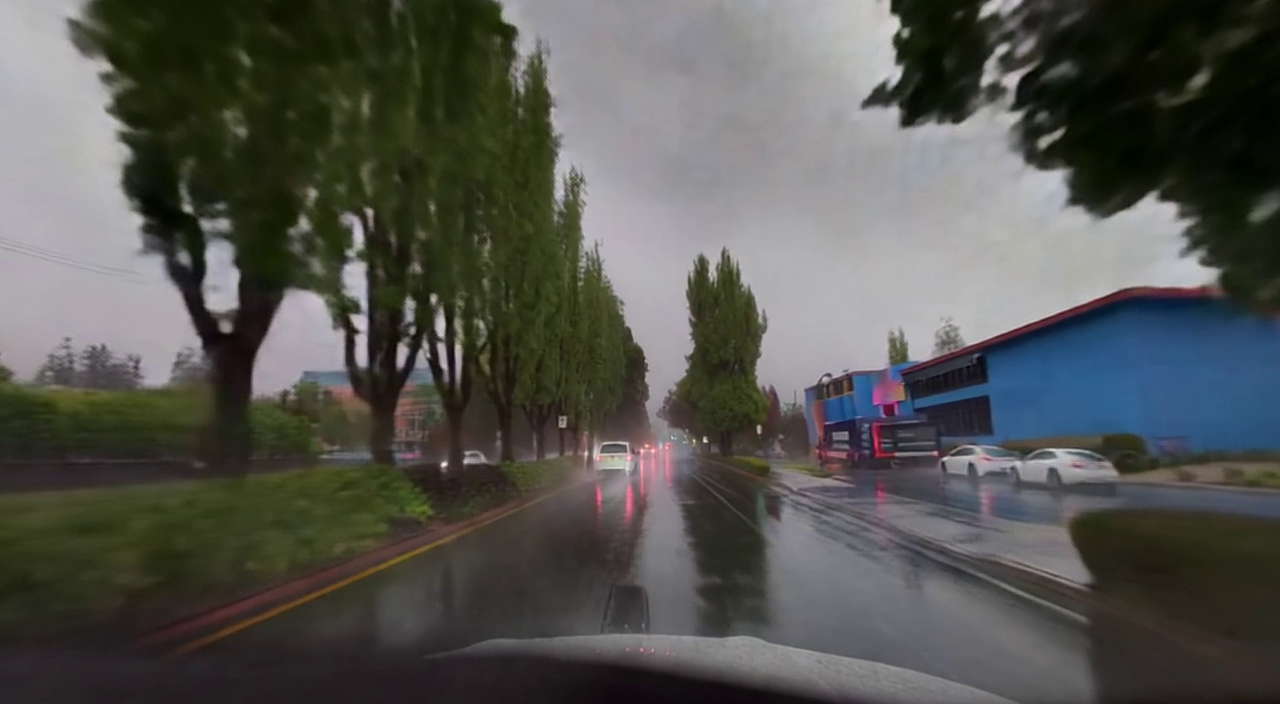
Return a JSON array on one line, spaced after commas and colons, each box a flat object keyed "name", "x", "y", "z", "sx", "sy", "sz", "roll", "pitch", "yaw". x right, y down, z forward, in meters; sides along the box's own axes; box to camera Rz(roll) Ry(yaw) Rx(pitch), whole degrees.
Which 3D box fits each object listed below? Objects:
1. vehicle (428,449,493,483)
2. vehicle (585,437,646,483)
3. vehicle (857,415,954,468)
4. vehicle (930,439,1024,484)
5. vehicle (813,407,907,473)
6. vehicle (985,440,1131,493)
[{"name": "vehicle", "x": -10.015, "y": 6.371, "z": 35.610, "sx": 1.997, "sy": 1.775, "sz": 4.585, "roll": -1, "pitch": -8, "yaw": 4}, {"name": "vehicle", "x": -0.892, "y": 4.387, "z": 25.884, "sx": 2.129, "sy": 1.713, "sz": 4.314, "roll": 0, "pitch": -8, "yaw": 3}, {"name": "vehicle", "x": 13.565, "y": 4.661, "z": 32.892, "sx": 2.507, "sy": 2.441, "sz": 6.959, "roll": -1, "pitch": -8, "yaw": 5}, {"name": "vehicle", "x": 13.482, "y": 4.364, "z": 25.485, "sx": 1.686, "sy": 1.467, "sz": 3.955, "roll": -5, "pitch": -7, "yaw": 3}, {"name": "vehicle", "x": 14.353, "y": 5.907, "z": 42.302, "sx": 2.794, "sy": 3.710, "sz": 10.785, "roll": -3, "pitch": -8, "yaw": 3}, {"name": "vehicle", "x": 13.054, "y": 3.582, "z": 20.076, "sx": 1.852, "sy": 1.457, "sz": 4.351, "roll": 0, "pitch": -8, "yaw": 3}]
